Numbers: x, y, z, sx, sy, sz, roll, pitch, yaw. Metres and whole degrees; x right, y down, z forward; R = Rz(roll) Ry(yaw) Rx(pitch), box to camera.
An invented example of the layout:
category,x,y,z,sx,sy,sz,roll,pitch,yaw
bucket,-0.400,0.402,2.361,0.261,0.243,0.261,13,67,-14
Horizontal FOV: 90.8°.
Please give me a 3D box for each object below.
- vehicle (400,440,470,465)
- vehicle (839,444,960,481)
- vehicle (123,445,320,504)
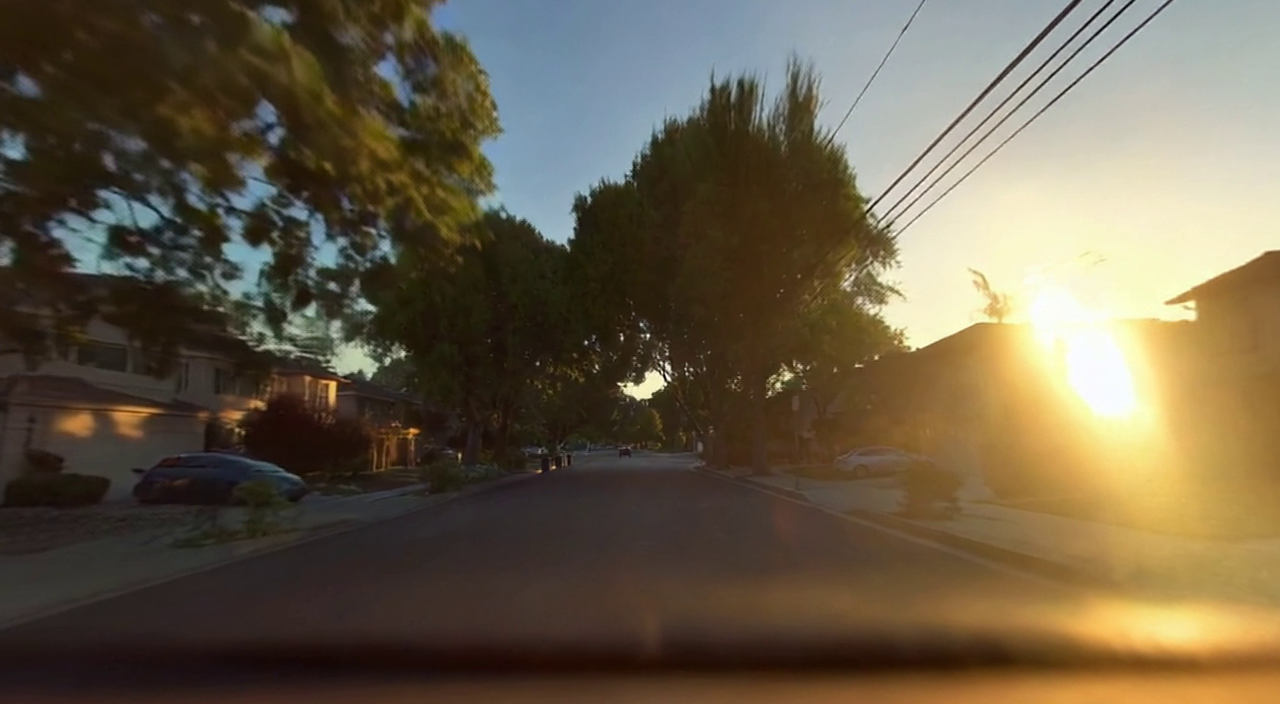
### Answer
category,x,y,z,sx,sy,sz,roll,pitch,yaw
vehicle,-13.582,6.720,42.155,4.265,1.569,1.984,3,-10,-15
vehicle,11.635,4.970,28.546,4.626,1.541,1.866,2,-9,-3
vehicle,-13.518,3.970,20.696,4.887,1.788,2.006,1,-9,-4
